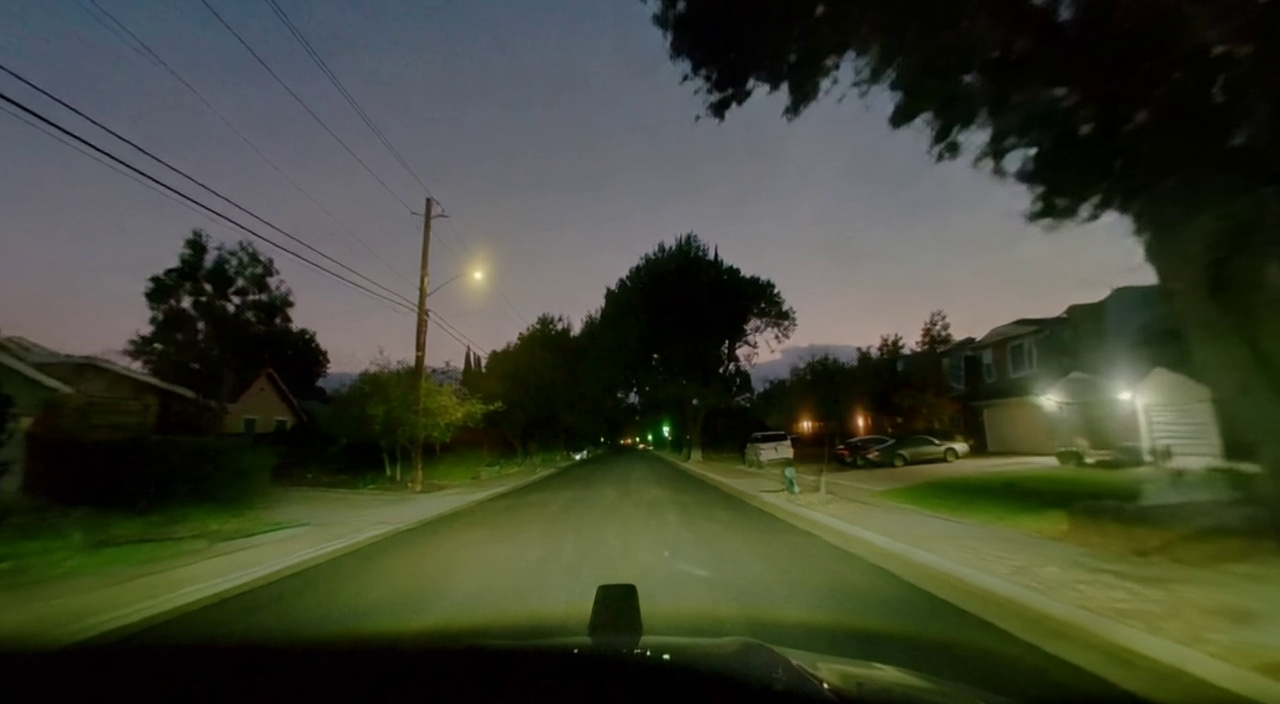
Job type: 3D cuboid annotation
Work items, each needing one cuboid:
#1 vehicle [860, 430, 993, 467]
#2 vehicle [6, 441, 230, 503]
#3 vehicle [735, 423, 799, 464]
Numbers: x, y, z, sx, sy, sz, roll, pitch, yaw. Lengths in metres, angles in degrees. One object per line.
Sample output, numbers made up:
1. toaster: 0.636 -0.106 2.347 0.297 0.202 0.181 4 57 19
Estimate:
1. vehicle: 12.053 4.091 26.792 4.686 1.466 1.869 0 -8 -1
2. vehicle: -13.760 3.161 16.908 4.190 1.529 1.880 0 -8 -4
3. vehicle: 6.759 4.937 34.138 2.233 1.923 4.848 -4 -8 -2
